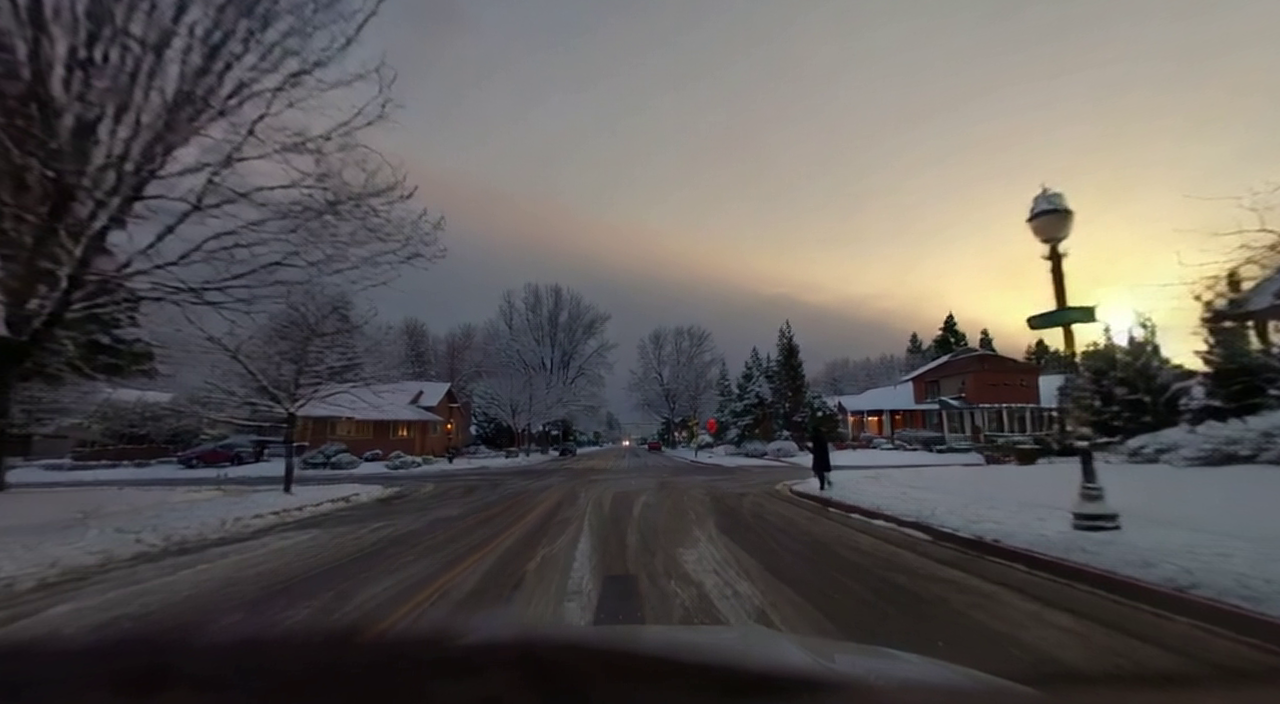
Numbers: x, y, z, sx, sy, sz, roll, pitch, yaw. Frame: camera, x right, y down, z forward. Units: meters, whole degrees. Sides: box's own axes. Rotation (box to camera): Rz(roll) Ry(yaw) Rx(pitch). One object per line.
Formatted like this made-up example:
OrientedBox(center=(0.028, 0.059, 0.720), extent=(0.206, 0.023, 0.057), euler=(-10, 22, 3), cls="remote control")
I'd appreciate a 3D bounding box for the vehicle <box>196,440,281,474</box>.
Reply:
OrientedBox(center=(-25.076, 6.579, 39.701), extent=(2.004, 1.856, 4.934), euler=(-4, -9, 2), cls="vehicle")
